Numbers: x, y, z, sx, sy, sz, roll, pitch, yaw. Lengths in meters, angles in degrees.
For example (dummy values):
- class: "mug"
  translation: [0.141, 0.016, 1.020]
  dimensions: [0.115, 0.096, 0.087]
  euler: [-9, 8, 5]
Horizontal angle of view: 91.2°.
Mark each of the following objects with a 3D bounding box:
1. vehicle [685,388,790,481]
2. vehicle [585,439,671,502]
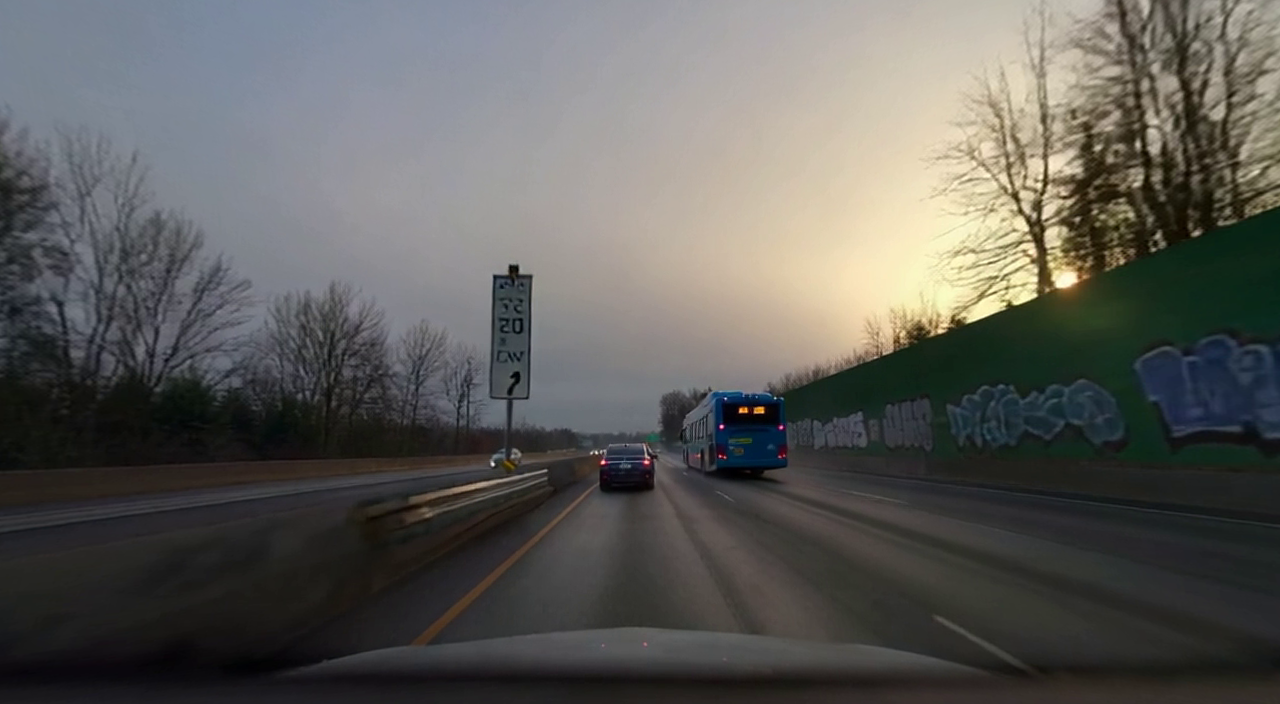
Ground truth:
- class: "vehicle"
  translation: [4.123, 4.065, 29.898]
  dimensions: [3.055, 3.479, 12.521]
  euler: [-1, -9, 0]
- class: "vehicle"
  translation: [-0.284, 3.297, 17.789]
  dimensions: [2.160, 1.532, 4.073]
  euler: [-1, -9, 1]
